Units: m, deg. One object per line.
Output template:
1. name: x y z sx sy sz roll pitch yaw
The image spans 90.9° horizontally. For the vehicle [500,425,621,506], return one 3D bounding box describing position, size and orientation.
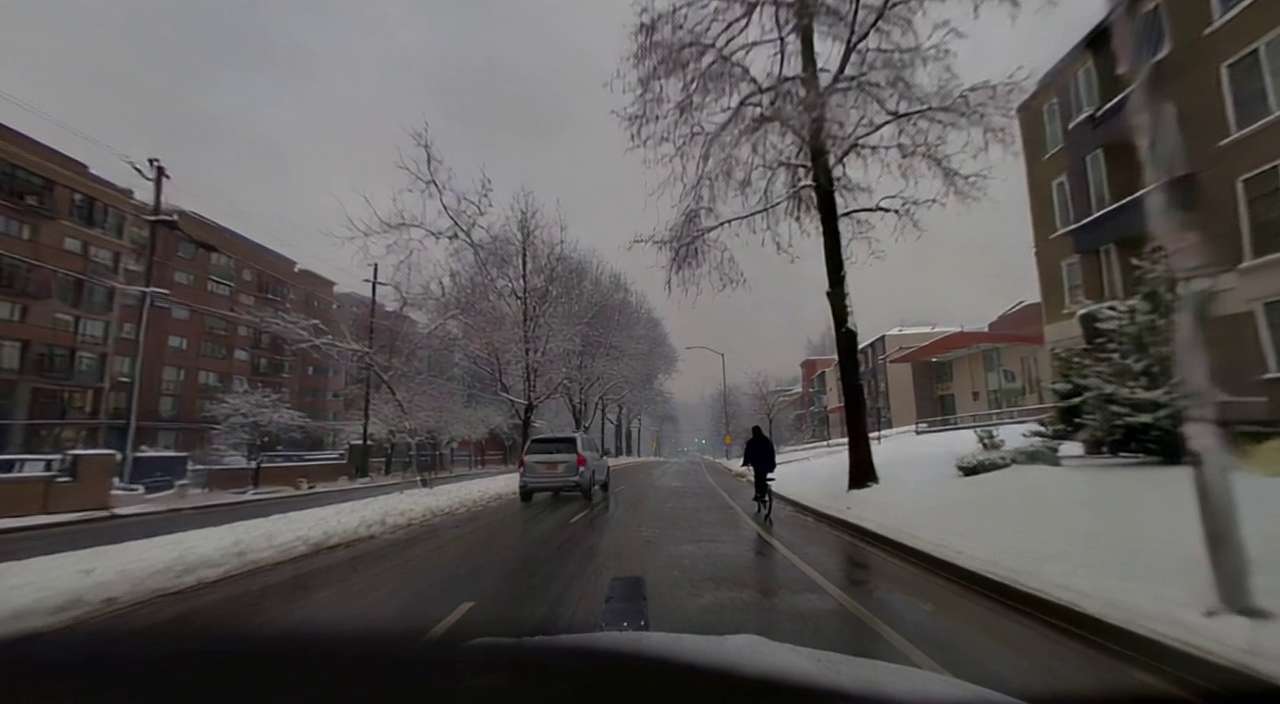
1. vehicle: -1.937 3.071 17.314 2.294 1.859 5.127 -1 -9 4
